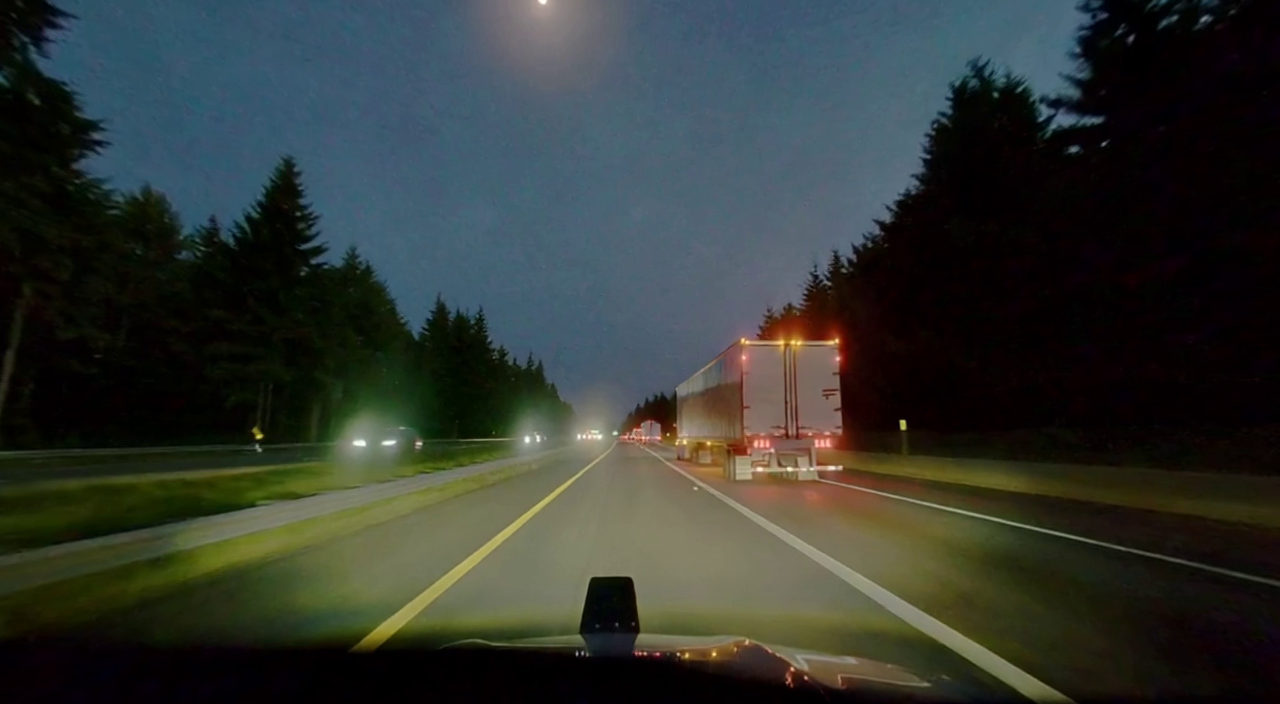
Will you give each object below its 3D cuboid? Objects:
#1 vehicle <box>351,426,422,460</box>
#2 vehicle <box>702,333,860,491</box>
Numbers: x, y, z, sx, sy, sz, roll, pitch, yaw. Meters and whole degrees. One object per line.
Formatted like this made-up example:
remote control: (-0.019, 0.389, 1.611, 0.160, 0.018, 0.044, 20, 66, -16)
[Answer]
vehicle: (-12.592, 4.543, 31.591, 1.881, 1.542, 4.065, 0, -8, -1)
vehicle: (3.959, 2.058, 20.212, 2.861, 3.991, 8.583, 0, -8, -1)
